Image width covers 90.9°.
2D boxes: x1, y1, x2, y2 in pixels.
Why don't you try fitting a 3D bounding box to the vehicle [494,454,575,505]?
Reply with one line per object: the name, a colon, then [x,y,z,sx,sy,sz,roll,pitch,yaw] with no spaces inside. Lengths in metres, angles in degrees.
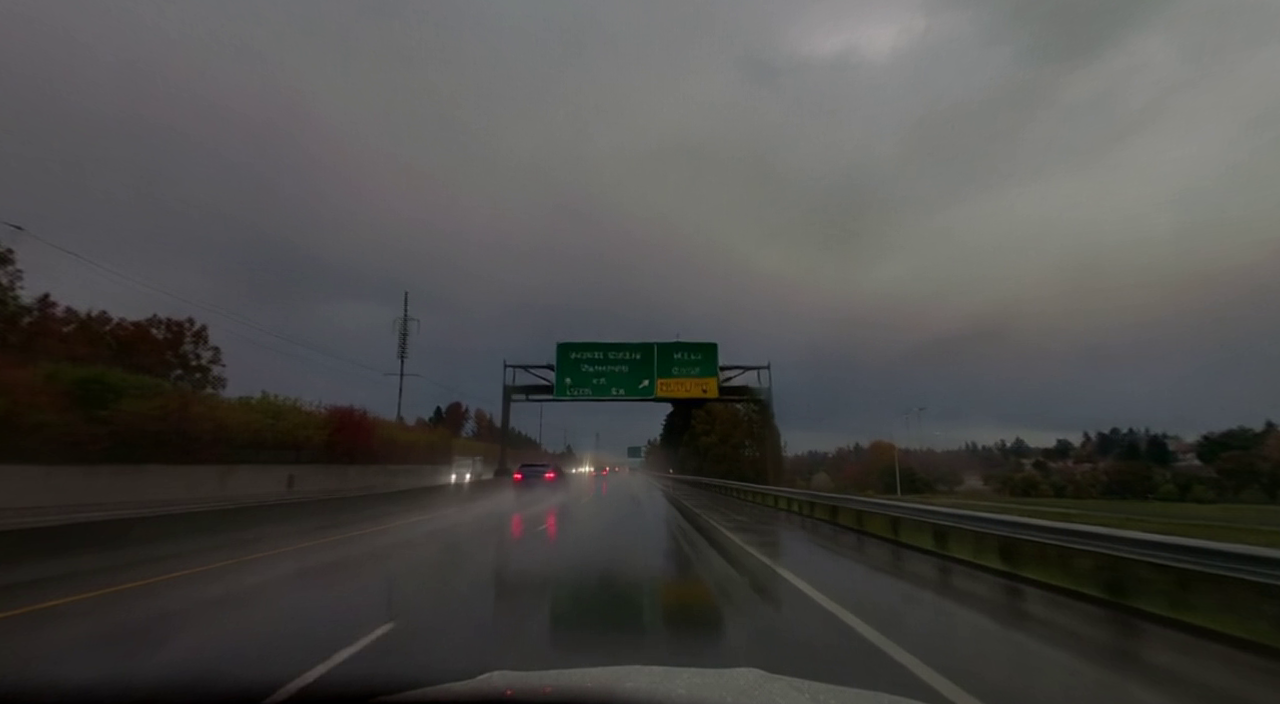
vehicle: [-4.158,5.204,25.941,2.254,1.809,5.839,1,-10,1]
